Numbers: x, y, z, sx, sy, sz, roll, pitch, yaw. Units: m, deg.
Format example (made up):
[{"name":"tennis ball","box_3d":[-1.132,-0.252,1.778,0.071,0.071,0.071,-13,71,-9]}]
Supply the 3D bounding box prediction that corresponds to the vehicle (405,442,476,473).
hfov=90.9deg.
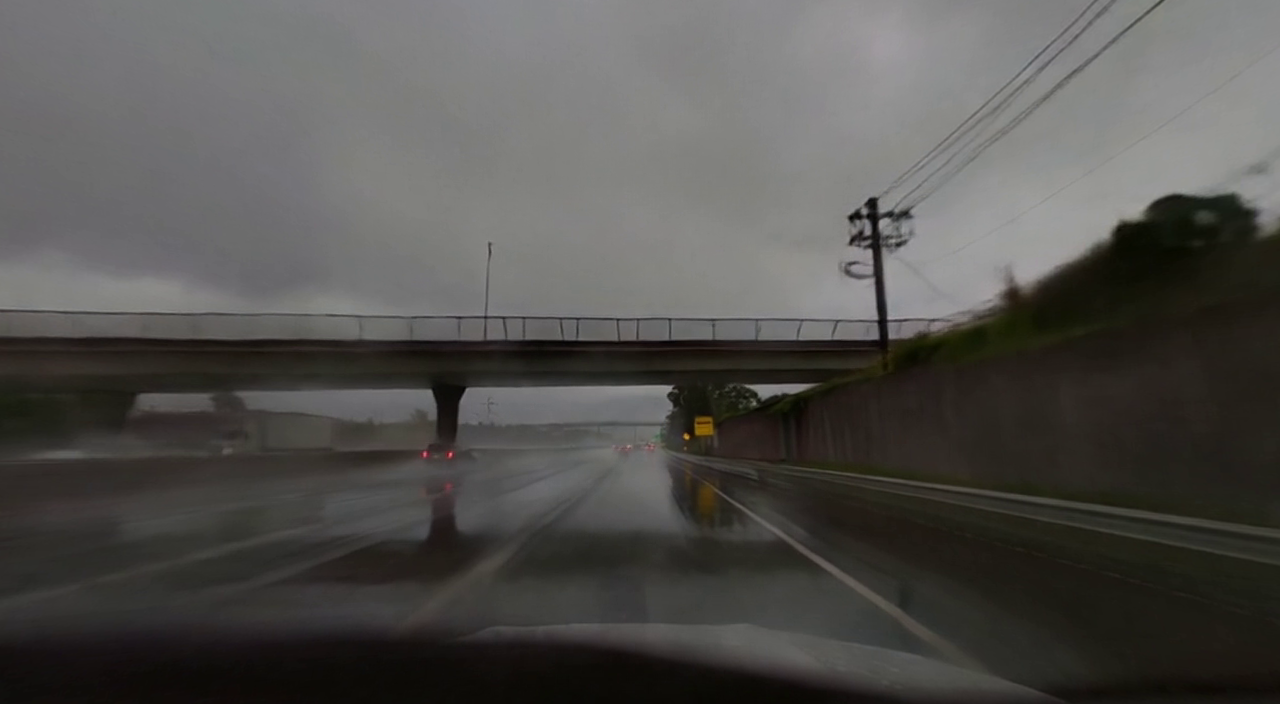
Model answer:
[{"name":"vehicle","box_3d":[-10.076,5.362,32.256,2.056,1.476,4.562,0,-8,1]}]

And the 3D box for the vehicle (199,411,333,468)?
[{"name":"vehicle","box_3d":[-26.991,6.489,46.501,2.930,3.623,11.033,0,-8,1]}]
